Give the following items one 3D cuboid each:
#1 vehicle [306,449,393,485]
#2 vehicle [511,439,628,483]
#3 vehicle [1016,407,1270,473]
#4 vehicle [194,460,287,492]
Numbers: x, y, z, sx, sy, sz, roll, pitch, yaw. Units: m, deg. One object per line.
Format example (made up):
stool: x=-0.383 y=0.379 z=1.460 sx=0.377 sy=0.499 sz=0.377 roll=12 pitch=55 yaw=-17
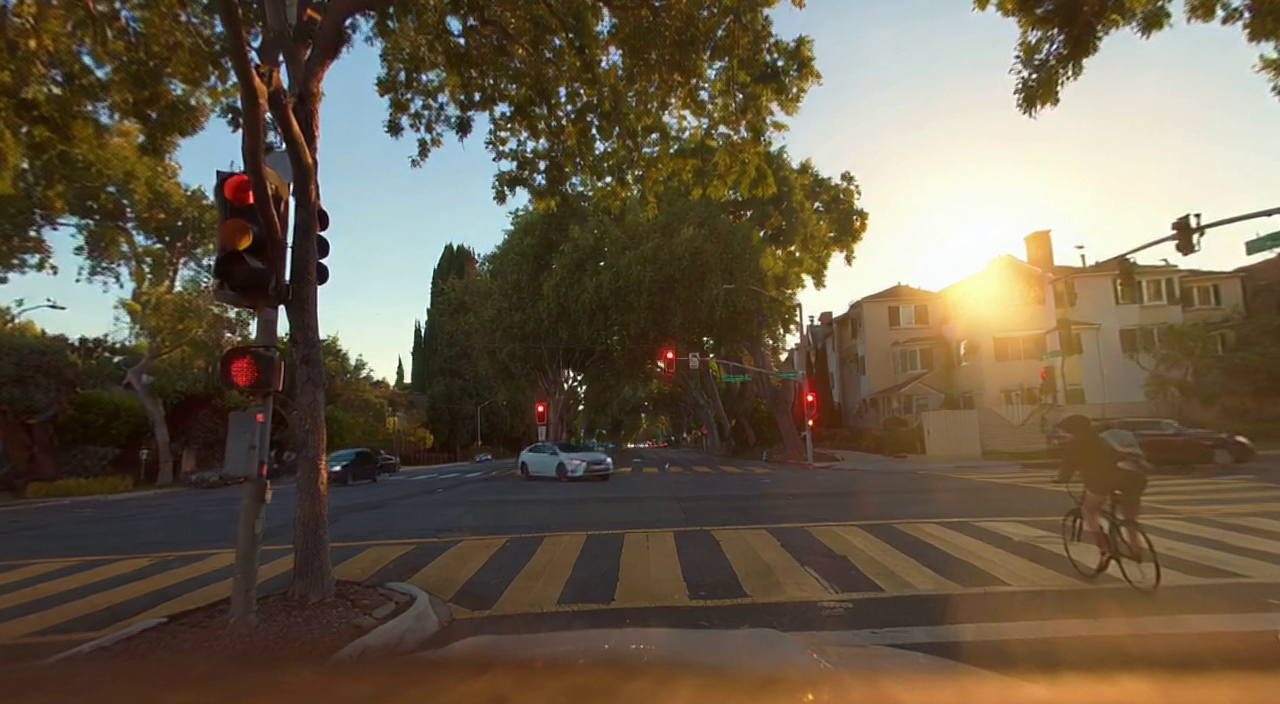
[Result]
vehicle: x=-13.564 y=5.376 z=29.746 sx=1.973 sy=1.511 sz=4.299 roll=0 pitch=-9 yaw=1
vehicle: x=-2.793 y=4.134 z=24.122 sx=2.017 sy=1.496 sz=4.749 roll=7 pitch=-12 yaw=-41
vehicle: x=14.185 y=2.554 z=18.132 sx=5.188 sy=1.731 sz=2.191 roll=-1 pitch=-9 yaw=7
vehicle: x=-20.860 y=6.457 z=33.178 sx=1.872 sy=1.455 sz=4.576 roll=0 pitch=-9 yaw=0
